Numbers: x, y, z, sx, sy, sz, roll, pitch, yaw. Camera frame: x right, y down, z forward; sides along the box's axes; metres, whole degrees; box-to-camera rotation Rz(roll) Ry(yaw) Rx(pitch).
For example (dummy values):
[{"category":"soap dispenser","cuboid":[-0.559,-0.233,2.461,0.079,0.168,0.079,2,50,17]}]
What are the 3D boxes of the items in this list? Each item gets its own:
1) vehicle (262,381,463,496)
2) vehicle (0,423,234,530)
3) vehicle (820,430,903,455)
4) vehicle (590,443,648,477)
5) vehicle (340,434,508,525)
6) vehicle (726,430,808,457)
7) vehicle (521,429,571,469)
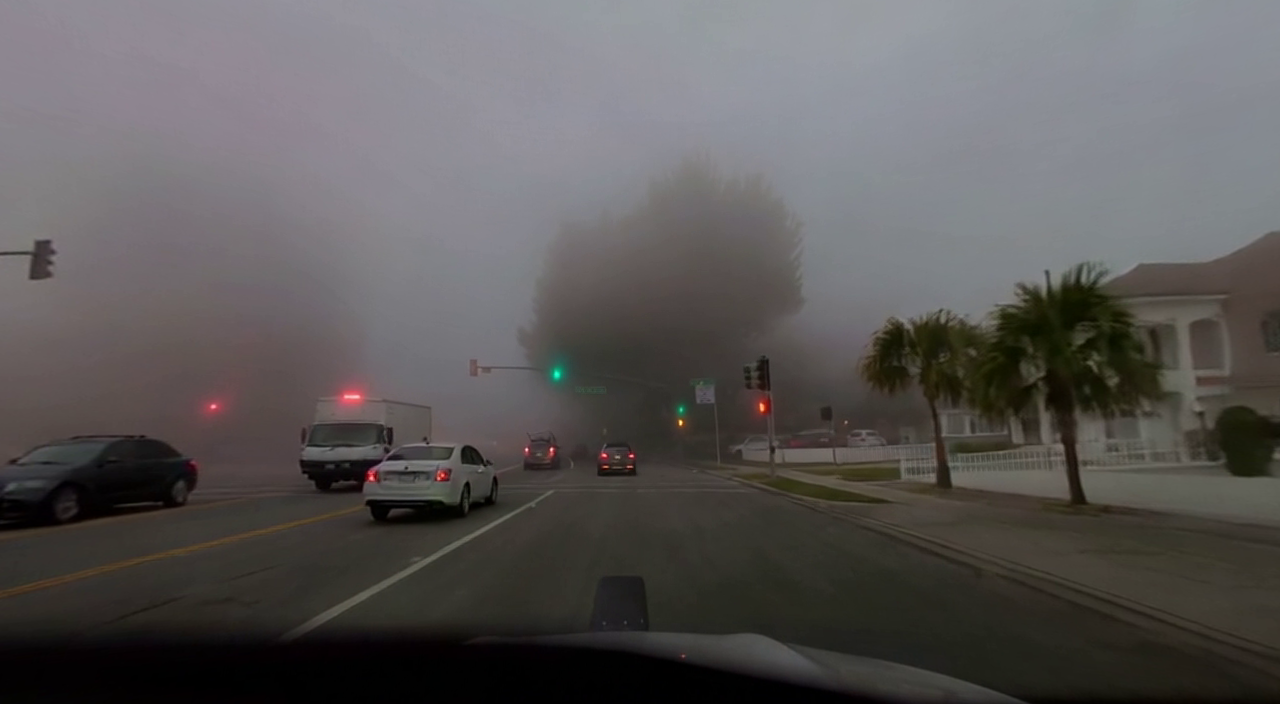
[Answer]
[{"category":"vehicle","cuboid":[-7.535,2.535,18.407,2.821,2.701,6.721,-1,-8,0]},{"category":"vehicle","cuboid":[-10.799,2.311,12.358,2.364,1.648,5.116,-1,-8,-2]},{"category":"vehicle","cuboid":[14.232,5.814,40.534,4.615,1.555,2.021,2,-9,-15]},{"category":"vehicle","cuboid":[-0.901,4.291,25.313,2.131,1.222,3.868,0,-8,-3]},{"category":"vehicle","cuboid":[-3.928,2.365,12.327,1.709,1.425,4.337,-1,-8,1]},{"category":"vehicle","cuboid":[8.377,6.043,41.651,4.742,1.690,2.218,2,-9,-19]},{"category":"vehicle","cuboid":[-4.724,4.936,32.315,2.032,1.852,4.571,-1,-8,-2]}]
